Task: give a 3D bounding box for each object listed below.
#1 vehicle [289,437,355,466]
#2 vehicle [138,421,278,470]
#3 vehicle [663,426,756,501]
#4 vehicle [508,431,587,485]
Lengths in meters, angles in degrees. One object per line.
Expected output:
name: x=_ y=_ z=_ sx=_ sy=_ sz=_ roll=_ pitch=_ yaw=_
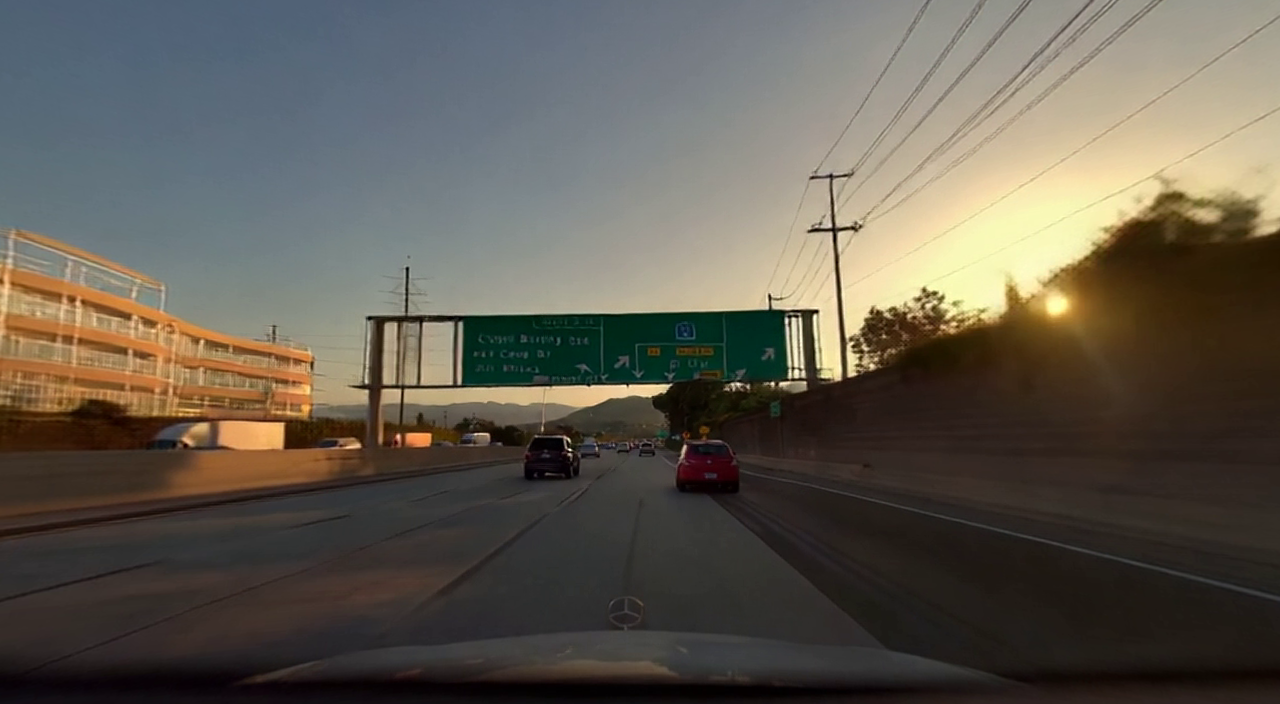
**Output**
vehicle: x=-22.894 y=7.149 z=45.592 sx=2.258 sy=1.959 sz=4.897 roll=0 pitch=-8 yaw=-1
vehicle: x=-32.608 y=7.193 z=48.510 sx=2.955 sy=3.302 sz=11.152 roll=0 pitch=-8 yaw=-1
vehicle: x=1.686 y=2.899 z=16.793 sx=2.134 sy=1.733 sz=4.049 roll=0 pitch=-8 yaw=2
vehicle: x=-3.224 y=3.812 z=23.024 sx=2.125 sy=1.764 sz=4.393 roll=0 pitch=-8 yaw=1
